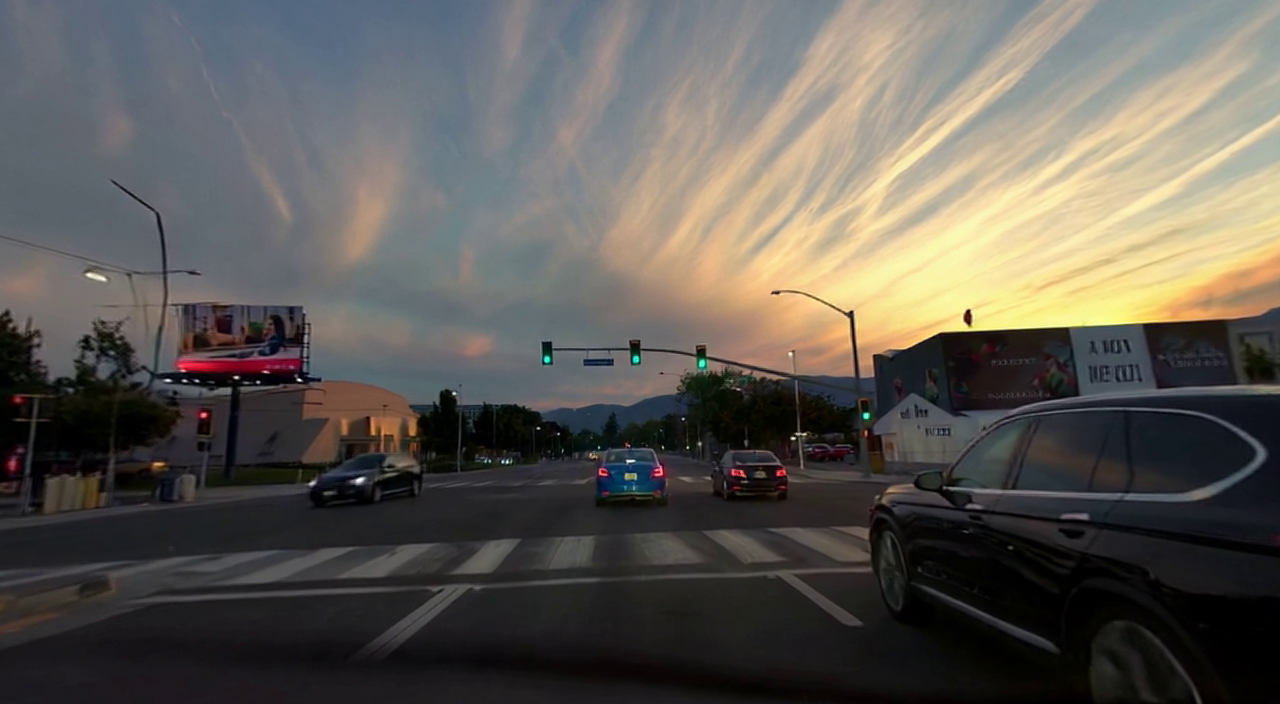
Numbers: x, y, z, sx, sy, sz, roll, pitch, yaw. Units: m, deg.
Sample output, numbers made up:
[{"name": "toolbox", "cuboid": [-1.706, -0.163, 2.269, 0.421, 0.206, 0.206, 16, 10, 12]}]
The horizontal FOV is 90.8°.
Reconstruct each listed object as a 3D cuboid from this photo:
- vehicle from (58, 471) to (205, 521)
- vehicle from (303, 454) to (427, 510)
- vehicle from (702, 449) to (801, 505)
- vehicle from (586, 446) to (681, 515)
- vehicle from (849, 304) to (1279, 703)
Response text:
[{"name": "vehicle", "cuboid": [-19.194, 5.410, 24.178, 1.942, 1.453, 4.448, 0, -8, 0]}, {"name": "vehicle", "cuboid": [-8.727, 4.123, 20.563, 1.879, 1.510, 4.619, 0, -8, 1]}, {"name": "vehicle", "cuboid": [3.137, 3.606, 18.780, 2.009, 1.414, 4.416, 0, -8, -2]}, {"name": "vehicle", "cuboid": [-0.210, 3.133, 15.943, 2.095, 1.502, 3.873, 0, -8, -2]}, {"name": "vehicle", "cuboid": [2.974, 0.987, 3.533, 2.047, 1.785, 4.357, 0, -8, -1]}]
